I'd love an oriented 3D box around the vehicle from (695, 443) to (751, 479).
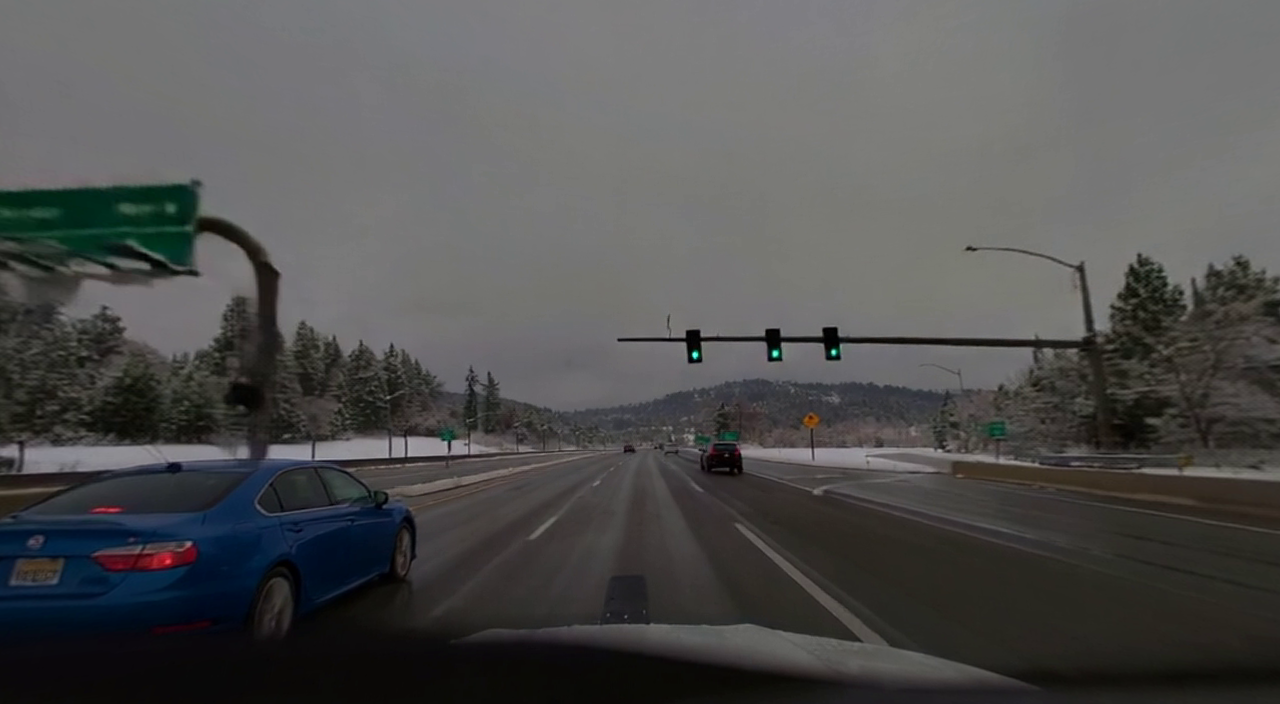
[{"bbox_3d":[3.677,4.916,28.732,1.916,1.469,4.481,0,-8,-1],"label":"vehicle"}]
